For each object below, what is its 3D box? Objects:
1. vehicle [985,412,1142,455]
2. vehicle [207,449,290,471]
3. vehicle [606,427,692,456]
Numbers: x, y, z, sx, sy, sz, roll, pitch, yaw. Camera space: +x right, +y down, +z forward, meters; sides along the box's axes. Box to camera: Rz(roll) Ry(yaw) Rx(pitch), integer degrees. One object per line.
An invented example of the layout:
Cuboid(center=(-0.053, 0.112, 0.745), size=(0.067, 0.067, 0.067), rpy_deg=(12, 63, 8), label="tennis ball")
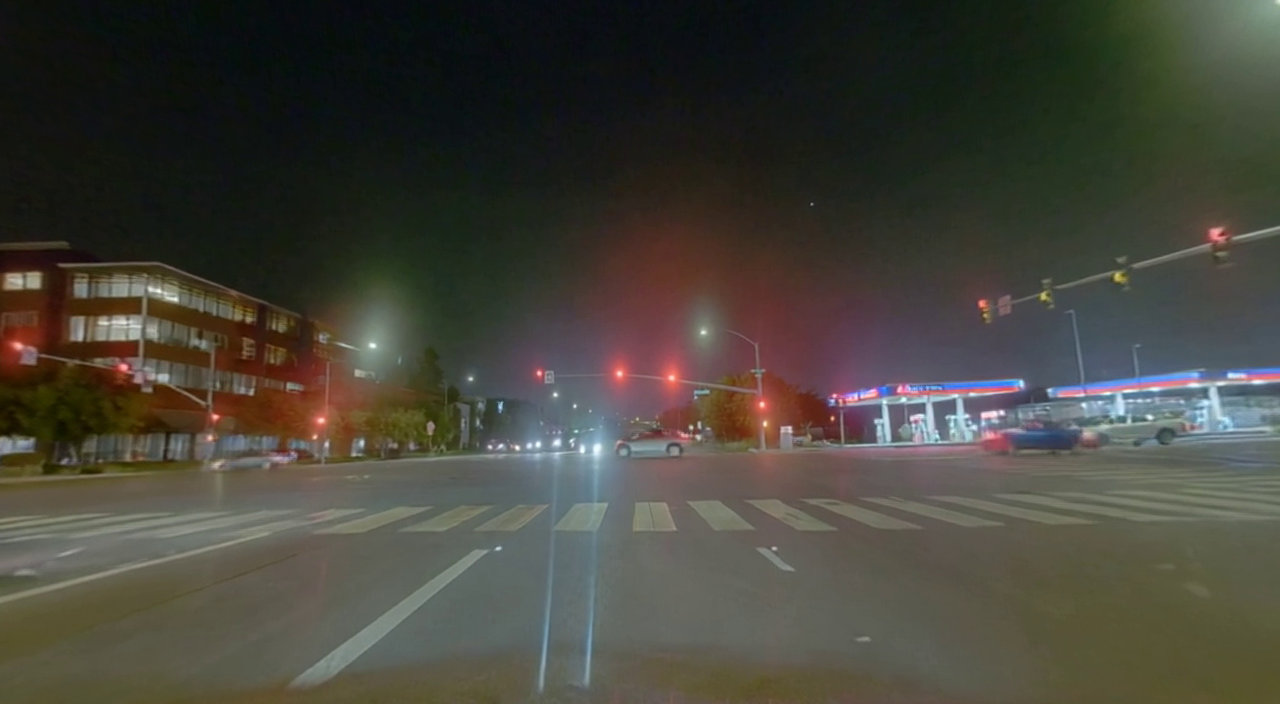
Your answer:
Cuboid(center=(16.708, 3.270, 25.046), size=(4.775, 1.466, 1.850), rpy_deg=(-2, -8, 4), label="vehicle")
Cuboid(center=(-27.862, 7.654, 44.850), size=(4.737, 1.479, 1.831), rpy_deg=(-1, -8, 4), label="vehicle")
Cuboid(center=(0.638, 6.191, 43.530), size=(5.789, 1.893, 2.169), rpy_deg=(-1, -8, 4), label="vehicle")
